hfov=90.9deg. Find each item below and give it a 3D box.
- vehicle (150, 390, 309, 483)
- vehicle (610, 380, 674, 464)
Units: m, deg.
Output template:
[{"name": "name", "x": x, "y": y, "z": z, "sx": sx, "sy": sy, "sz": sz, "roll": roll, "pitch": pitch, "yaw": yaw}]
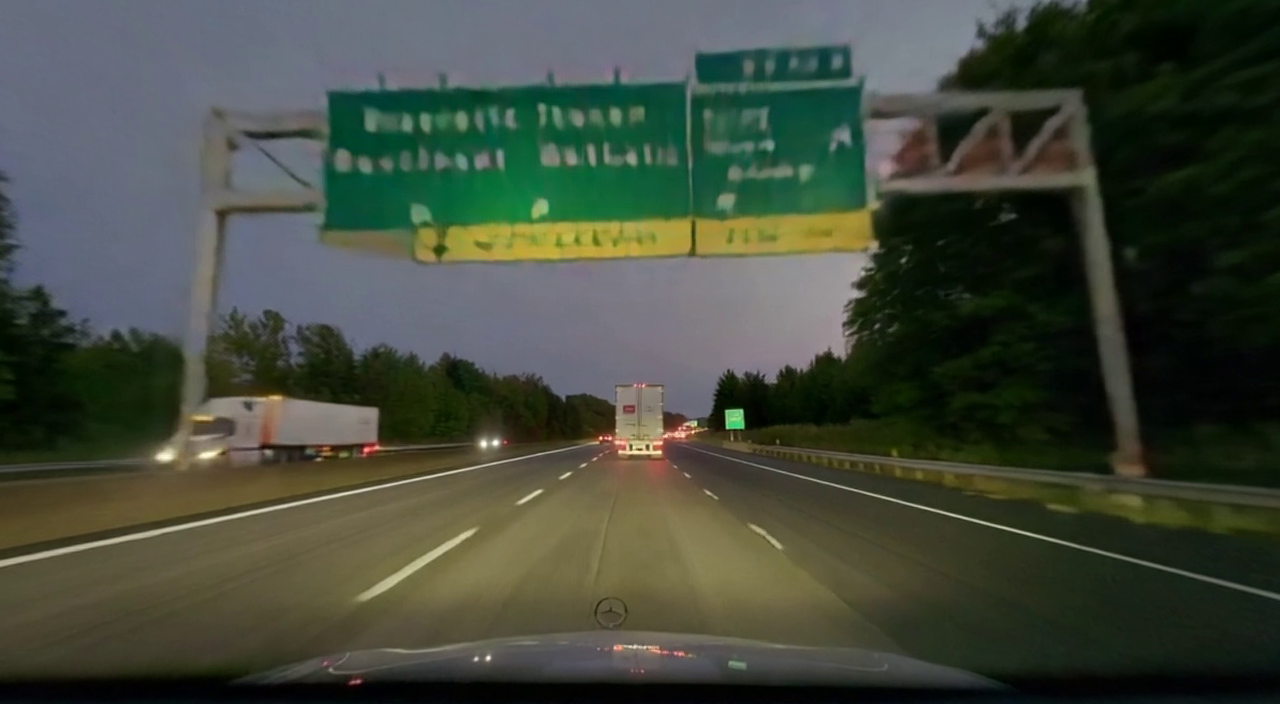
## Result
[{"name": "vehicle", "x": -17.767, "y": 3.732, "z": 27.874, "sx": 2.908, "sy": 3.635, "sz": 5.923, "roll": 0, "pitch": -8, "yaw": 0}, {"name": "vehicle", "x": 0.020, "y": 3.730, "z": 32.790, "sx": 2.855, "sy": 3.741, "sz": 8.587, "roll": 0, "pitch": -8, "yaw": -1}]
